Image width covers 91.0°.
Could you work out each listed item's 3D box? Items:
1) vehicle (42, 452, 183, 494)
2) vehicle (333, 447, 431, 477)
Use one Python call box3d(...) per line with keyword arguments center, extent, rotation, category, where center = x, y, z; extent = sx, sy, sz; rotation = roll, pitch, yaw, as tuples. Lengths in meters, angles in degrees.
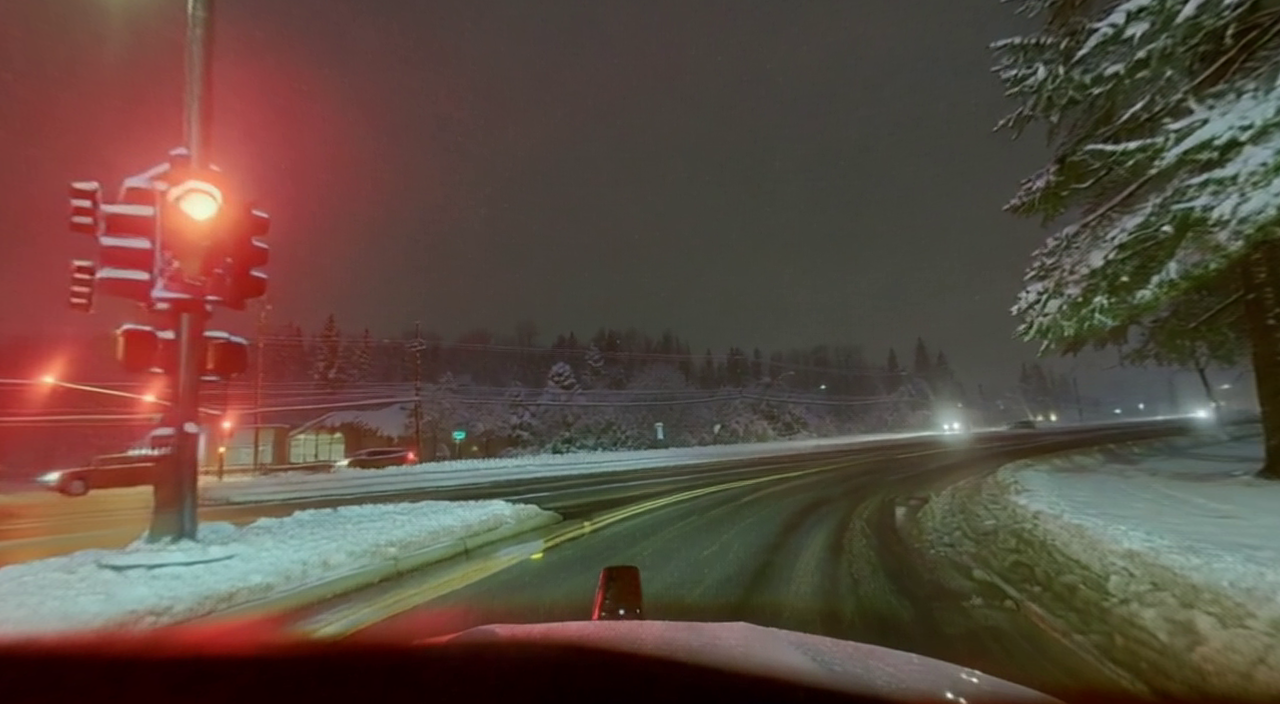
box3d(center=(-24.800, 5.630, 29.732), extent=(4.782, 1.776, 2.118), rotation=(8, -12, -44), category="vehicle")
box3d(center=(-13.901, 5.905, 34.085), extent=(1.811, 1.444, 4.527), rotation=(-9, -12, 44), category="vehicle")
